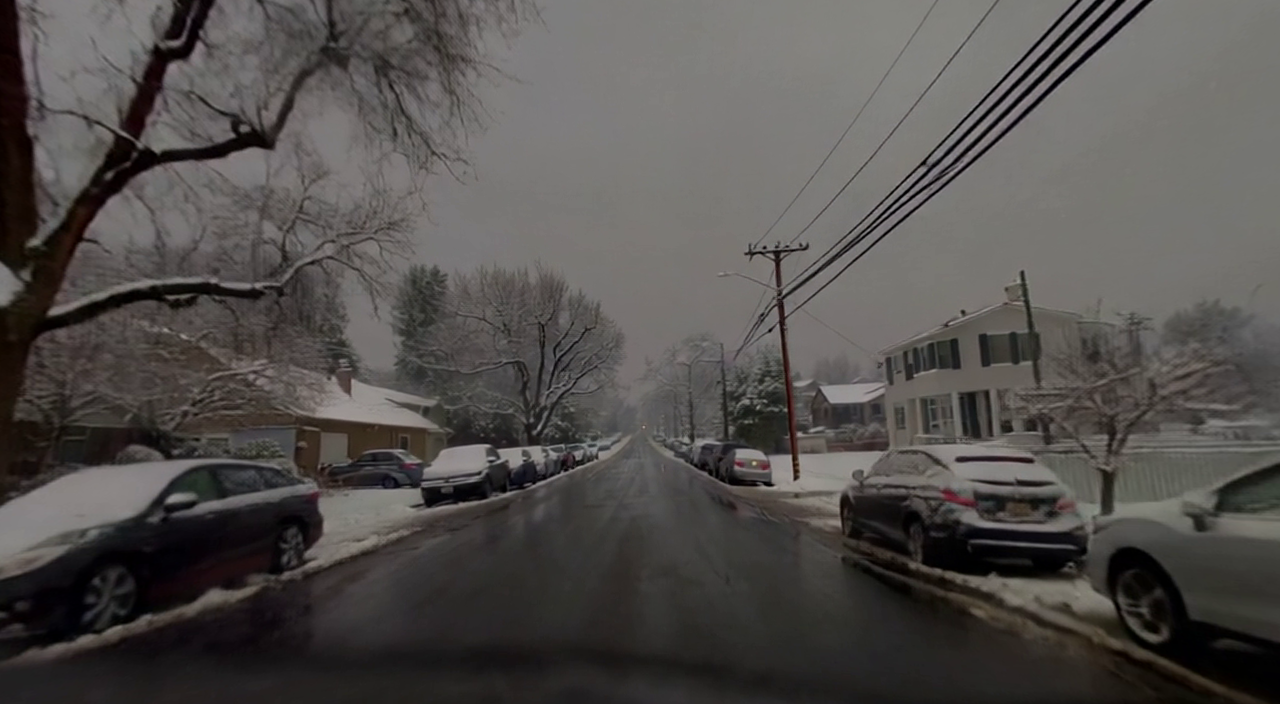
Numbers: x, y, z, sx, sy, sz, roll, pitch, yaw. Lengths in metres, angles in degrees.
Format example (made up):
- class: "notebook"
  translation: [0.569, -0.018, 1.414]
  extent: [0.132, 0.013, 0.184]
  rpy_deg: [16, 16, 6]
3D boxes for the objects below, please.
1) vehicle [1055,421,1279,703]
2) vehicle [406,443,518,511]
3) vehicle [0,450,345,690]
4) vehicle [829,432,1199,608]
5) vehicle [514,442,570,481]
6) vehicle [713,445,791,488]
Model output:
- class: "vehicle"
  translation: [4.442, 1.133, 3.146]
  extent: [1.864, 1.592, 4.221]
  rpy_deg: [0, -9, 0]
- class: "vehicle"
  translation: [-5.044, 3.566, 18.597]
  extent: [2.032, 1.716, 4.382]
  rpy_deg: [0, -9, 0]
- class: "vehicle"
  translation: [-5.144, 1.760, 6.357]
  extent: [2.109, 1.501, 4.522]
  rpy_deg: [0, -9, 1]
- class: "vehicle"
  translation: [4.229, 1.958, 8.398]
  extent: [2.057, 1.511, 4.858]
  rpy_deg: [3, -9, 1]
- class: "vehicle"
  translation: [-5.218, 5.916, 34.503]
  extent: [2.184, 1.958, 5.757]
  rpy_deg: [0, -9, 0]
- class: "vehicle"
  translation: [4.312, 4.484, 25.110]
  extent: [2.174, 1.504, 4.809]
  rpy_deg: [0, -9, 0]
